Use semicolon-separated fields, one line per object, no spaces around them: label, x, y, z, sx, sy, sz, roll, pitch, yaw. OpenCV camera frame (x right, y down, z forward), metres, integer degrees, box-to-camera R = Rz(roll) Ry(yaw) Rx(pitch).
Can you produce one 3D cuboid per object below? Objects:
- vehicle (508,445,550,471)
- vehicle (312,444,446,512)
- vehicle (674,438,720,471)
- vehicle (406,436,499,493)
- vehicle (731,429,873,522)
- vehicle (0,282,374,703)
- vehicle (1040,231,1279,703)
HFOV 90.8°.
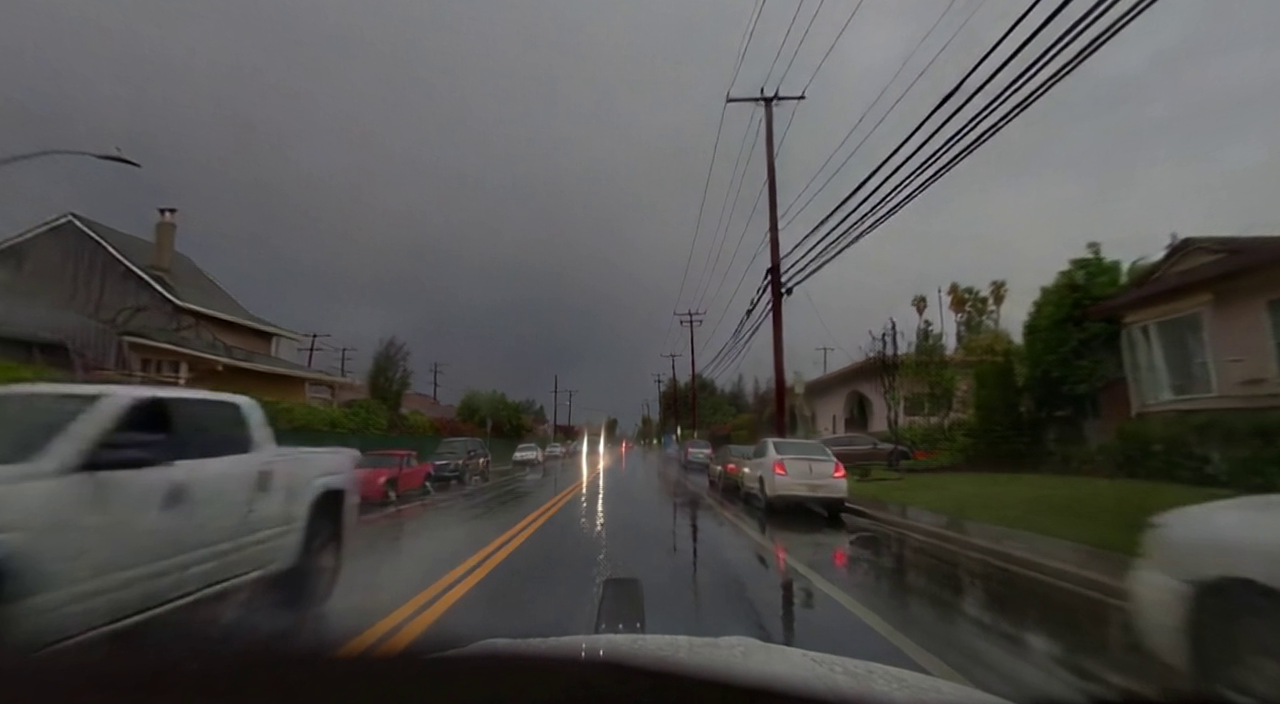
vehicle;-7.090;6.790;40.711;1.843;1.589;4.416;0;-9;1
vehicle;-6.771;3.265;16.986;1.866;1.487;4.416;-1;-8;-2
vehicle;3.183;5.868;36.467;2.031;1.762;4.749;0;-8;-2
vehicle;-6.819;4.100;23.567;2.014;1.817;4.639;-1;-7;0
vehicle;3.162;2.497;13.300;1.826;1.614;4.241;0;-9;0
vehicle;-3.576;0.859;3.432;2.194;1.935;4.807;0;-8;-1
vehicle;3.286;0.409;0.684;2.174;2.049;5.088;0;-8;-2
